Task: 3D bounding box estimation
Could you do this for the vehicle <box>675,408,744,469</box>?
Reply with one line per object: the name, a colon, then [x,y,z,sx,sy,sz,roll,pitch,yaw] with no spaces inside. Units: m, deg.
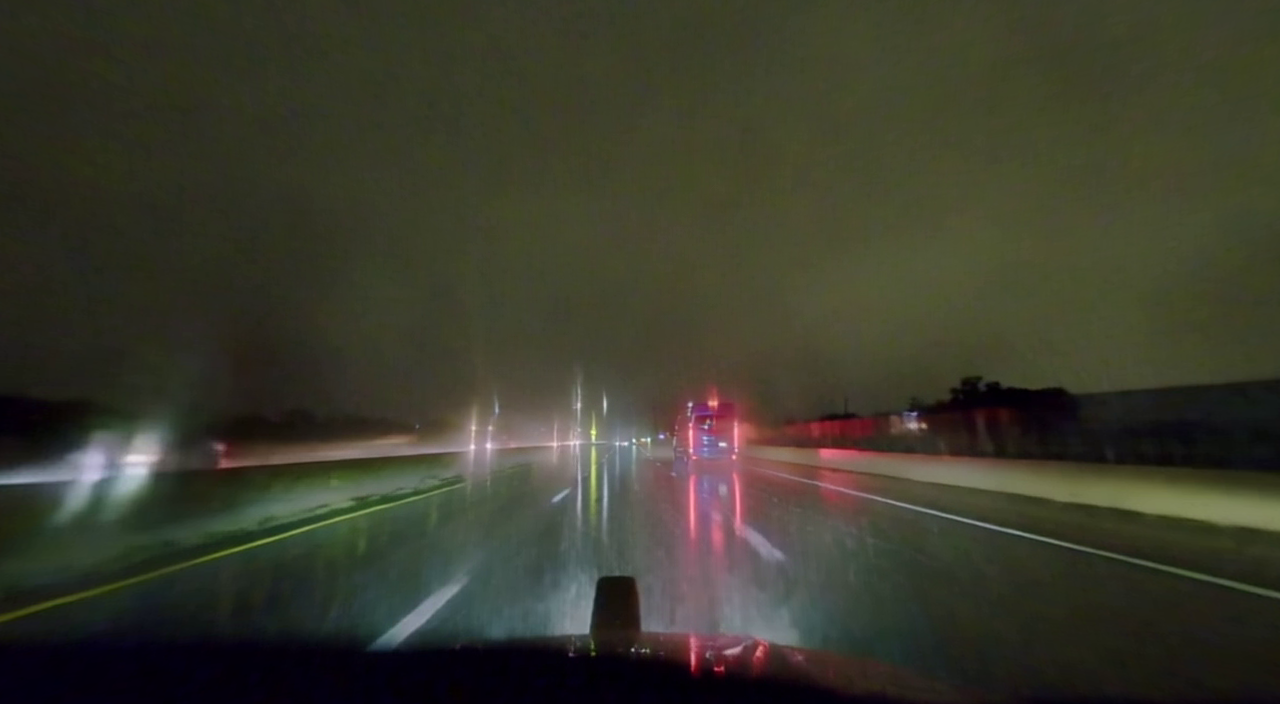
vehicle: [3.280,4.316,31.407,2.431,2.667,6.921,0,-8,-2]
